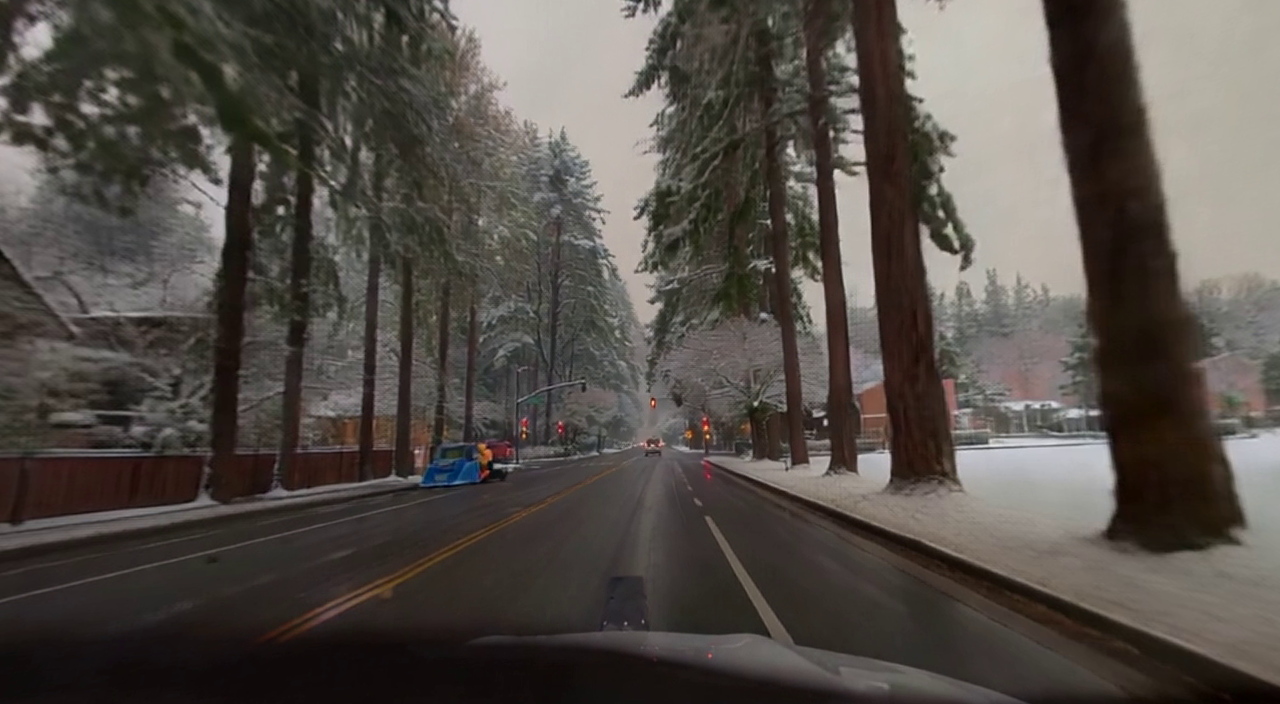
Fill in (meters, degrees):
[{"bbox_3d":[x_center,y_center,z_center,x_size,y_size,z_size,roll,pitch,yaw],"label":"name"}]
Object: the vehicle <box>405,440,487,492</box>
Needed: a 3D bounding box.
[{"bbox_3d":[-8.312,4.874,27.449,1.998,1.814,4.559,-4,-7,1],"label":"vehicle"}]
